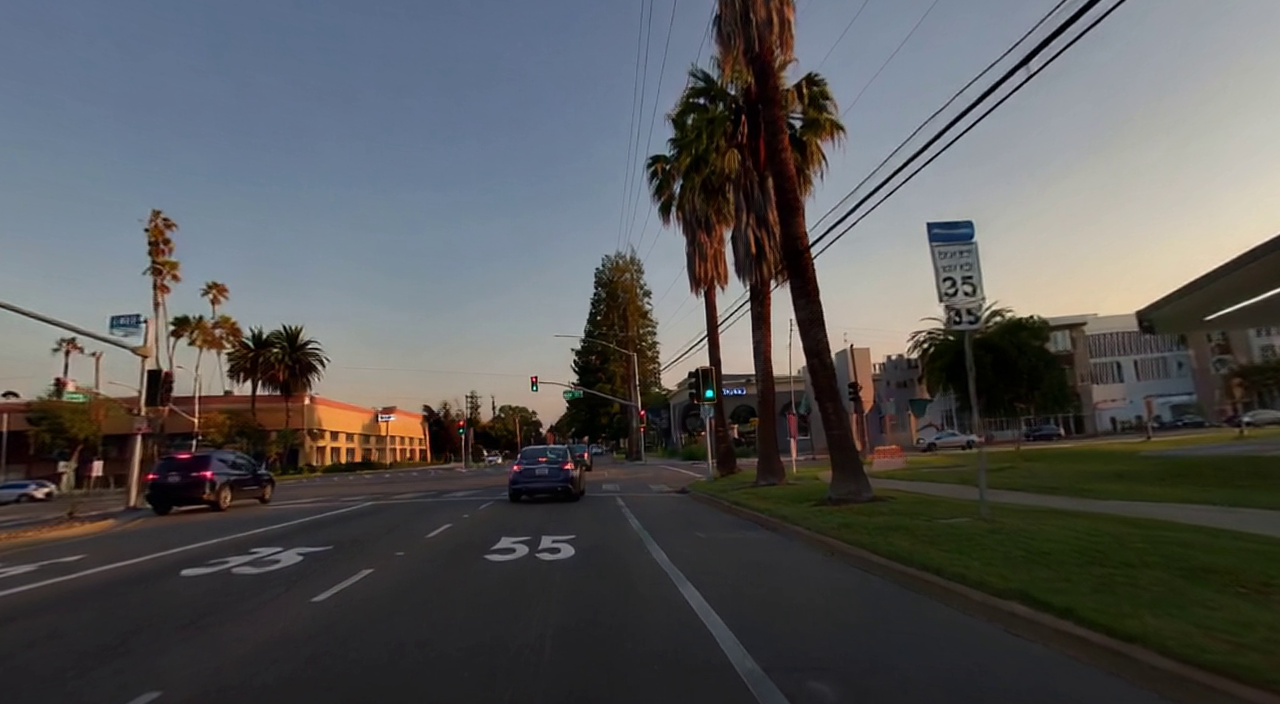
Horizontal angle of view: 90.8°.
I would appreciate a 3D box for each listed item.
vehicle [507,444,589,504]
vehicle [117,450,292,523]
[{"bbox_3d":[-2.565,3.466,18.337,2.063,1.474,4.334,0,-9,-6],"label":"vehicle"},{"bbox_3d":[-12.459,3.827,18.575,2.050,1.811,4.752,0,-9,-5],"label":"vehicle"}]
